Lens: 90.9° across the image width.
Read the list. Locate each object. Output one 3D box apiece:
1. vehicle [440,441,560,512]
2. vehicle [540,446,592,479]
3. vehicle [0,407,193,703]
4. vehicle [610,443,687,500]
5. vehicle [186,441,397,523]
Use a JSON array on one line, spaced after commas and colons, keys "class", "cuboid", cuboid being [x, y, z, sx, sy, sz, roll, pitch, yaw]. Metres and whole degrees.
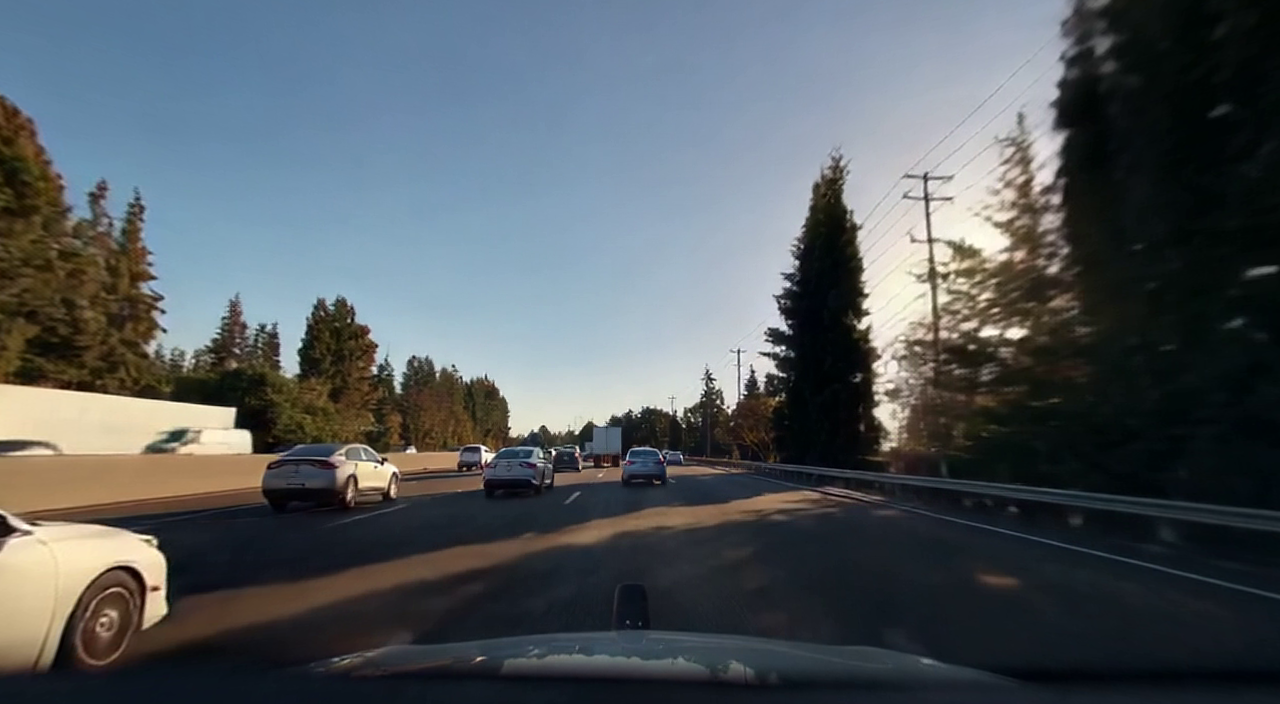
[{"class": "vehicle", "cuboid": [-3.224, 2.953, 15.417, 1.912, 1.464, 4.115, 0, -9, 1]}, {"class": "vehicle", "cuboid": [-3.481, 5.283, 30.366, 2.013, 1.437, 3.801, 0, -9, 0]}, {"class": "vehicle", "cuboid": [-3.698, 0.828, 1.600, 1.883, 1.500, 4.373, 0, -9, 0]}, {"class": "vehicle", "cuboid": [0.175, 3.466, 18.722, 2.018, 1.470, 4.491, 0, -9, -1]}, {"class": "vehicle", "cuboid": [-7.119, 2.684, 13.581, 1.867, 1.445, 4.499, 0, -9, 2]}]
